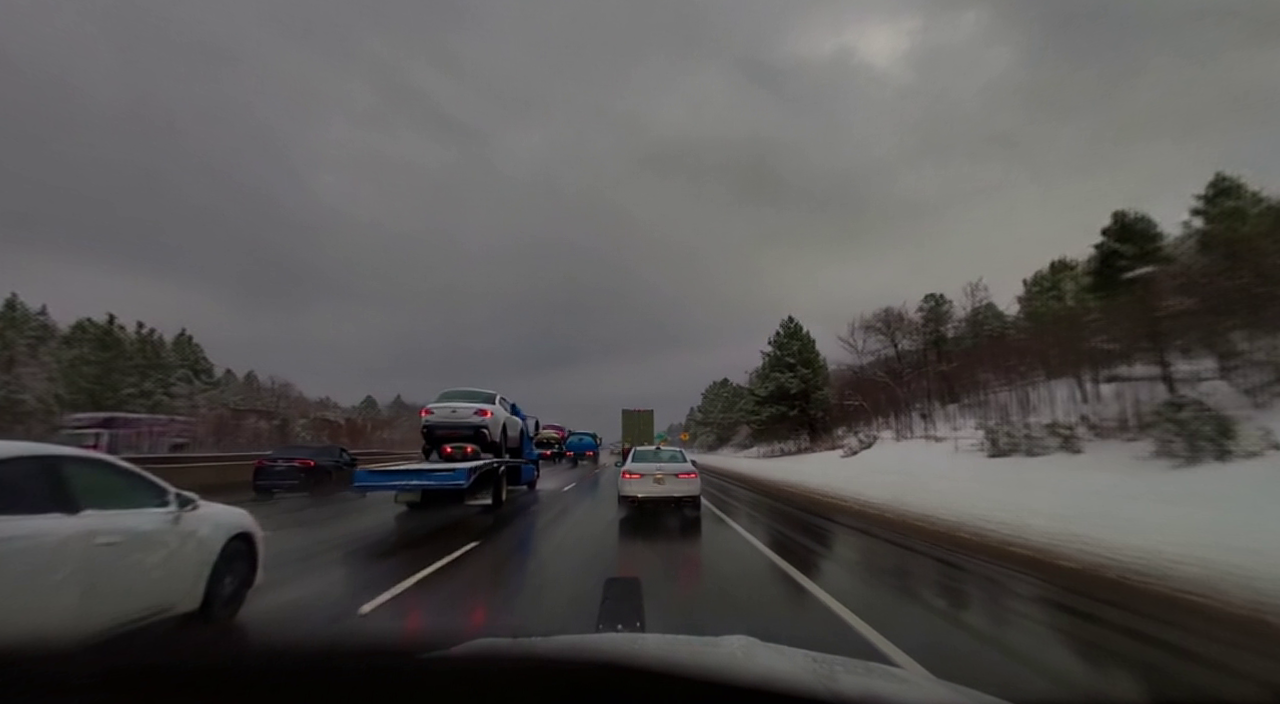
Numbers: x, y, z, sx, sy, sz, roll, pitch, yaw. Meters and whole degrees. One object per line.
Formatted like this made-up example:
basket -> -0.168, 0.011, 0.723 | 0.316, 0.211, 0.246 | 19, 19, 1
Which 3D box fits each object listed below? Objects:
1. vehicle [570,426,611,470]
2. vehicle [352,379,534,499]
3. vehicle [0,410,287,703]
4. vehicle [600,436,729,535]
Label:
vehicle -> -3.275, 6.579, 43.124 | 2.289, 2.710, 6.726 | 0, -9, 0
vehicle -> -2.984, 1.475, 10.566 | 2.031, 1.594, 4.103 | 1, -9, -5
vehicle -> -3.673, 0.951, 2.394 | 1.947, 1.470, 4.526 | 0, -9, 1
vehicle -> 0.349, 2.332, 11.531 | 1.991, 1.507, 3.391 | 0, -9, -1
